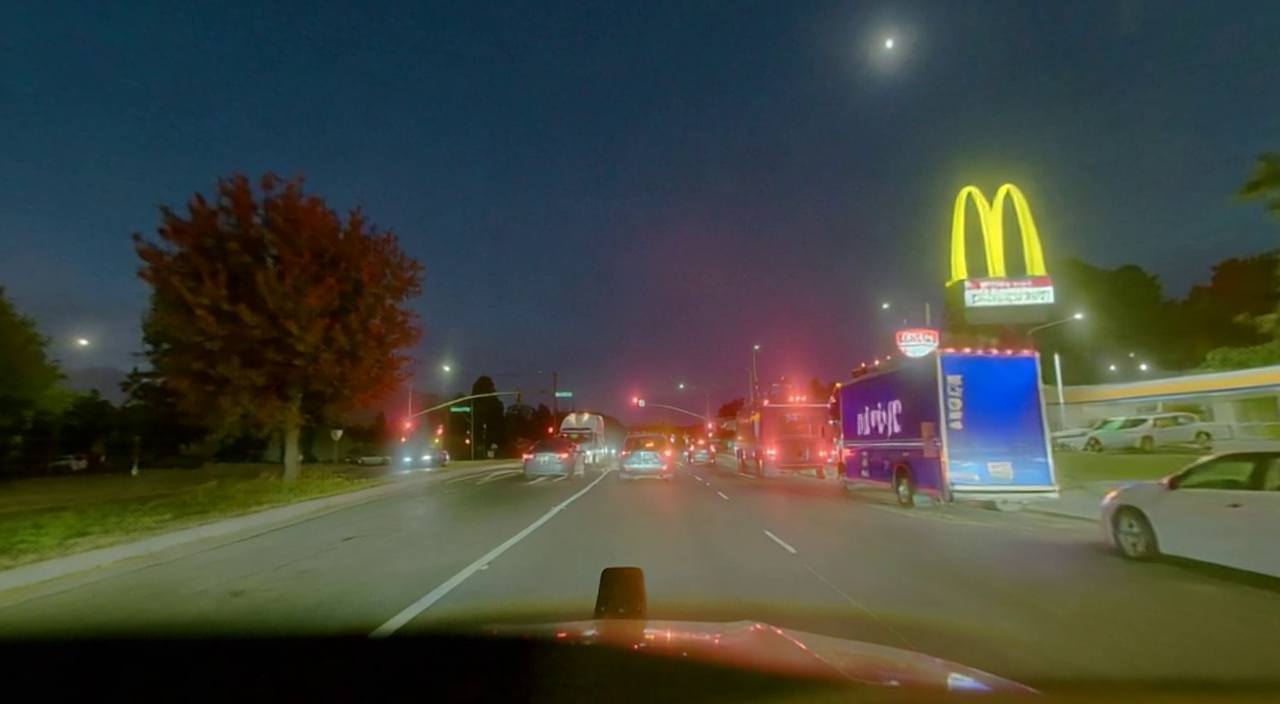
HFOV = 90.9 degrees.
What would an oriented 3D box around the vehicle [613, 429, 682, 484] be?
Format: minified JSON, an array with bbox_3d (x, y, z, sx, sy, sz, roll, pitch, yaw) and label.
[{"bbox_3d":[0.276,3.640,22.151,2.209,1.718,4.008,-1,-9,1],"label":"vehicle"}]

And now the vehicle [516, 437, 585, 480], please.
[{"bbox_3d":[-3.373,4.107,24.588,2.008,1.500,4.369,-1,-9,1],"label":"vehicle"}]

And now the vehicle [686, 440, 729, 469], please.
[{"bbox_3d":[3.747,5.771,35.725,2.075,1.540,4.411,-1,-9,1],"label":"vehicle"}]

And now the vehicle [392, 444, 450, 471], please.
[{"bbox_3d":[-13.636,6.563,39.504,1.928,1.497,4.446,-1,-7,2],"label":"vehicle"}]

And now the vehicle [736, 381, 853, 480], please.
[{"bbox_3d":[6.950,3.928,30.347,2.816,3.804,10.315,-3,-9,0],"label":"vehicle"}]

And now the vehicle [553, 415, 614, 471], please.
[{"bbox_3d":[-3.009,5.150,35.610,2.715,2.791,7.171,-1,-9,1],"label":"vehicle"}]

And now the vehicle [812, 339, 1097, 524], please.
[{"bbox_3d":[6.784,2.010,15.481,2.891,3.361,7.843,0,-9,0],"label":"vehicle"}]

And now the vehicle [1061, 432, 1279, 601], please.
[{"bbox_3d":[6.625,1.529,6.126,1.980,1.473,4.537,-1,-9,1],"label":"vehicle"}]

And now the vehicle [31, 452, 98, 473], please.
[{"bbox_3d":[-41.422,7.937,45.484,1.795,1.416,4.294,2,-9,-16],"label":"vehicle"}]
